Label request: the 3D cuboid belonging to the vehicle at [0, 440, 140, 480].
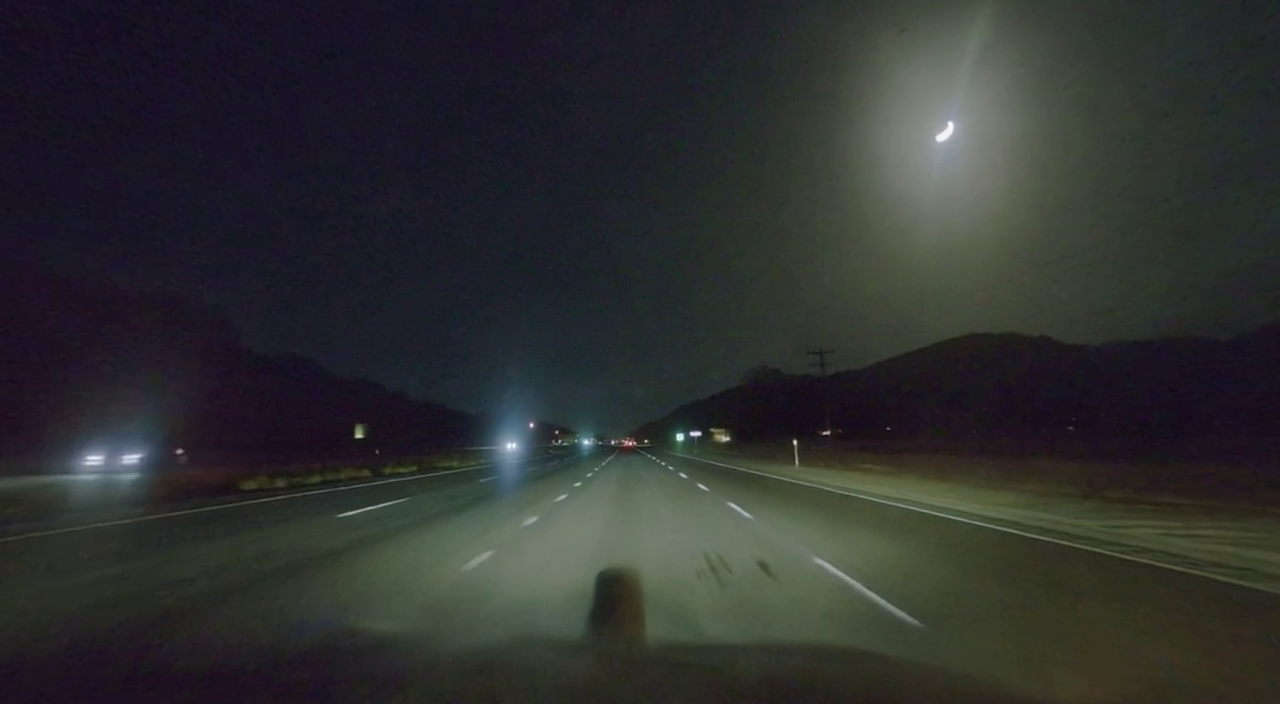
[{"bbox_3d":[-22.955,4.336,25.581,1.822,1.471,4.255,0,-9,0],"label":"vehicle"}]
